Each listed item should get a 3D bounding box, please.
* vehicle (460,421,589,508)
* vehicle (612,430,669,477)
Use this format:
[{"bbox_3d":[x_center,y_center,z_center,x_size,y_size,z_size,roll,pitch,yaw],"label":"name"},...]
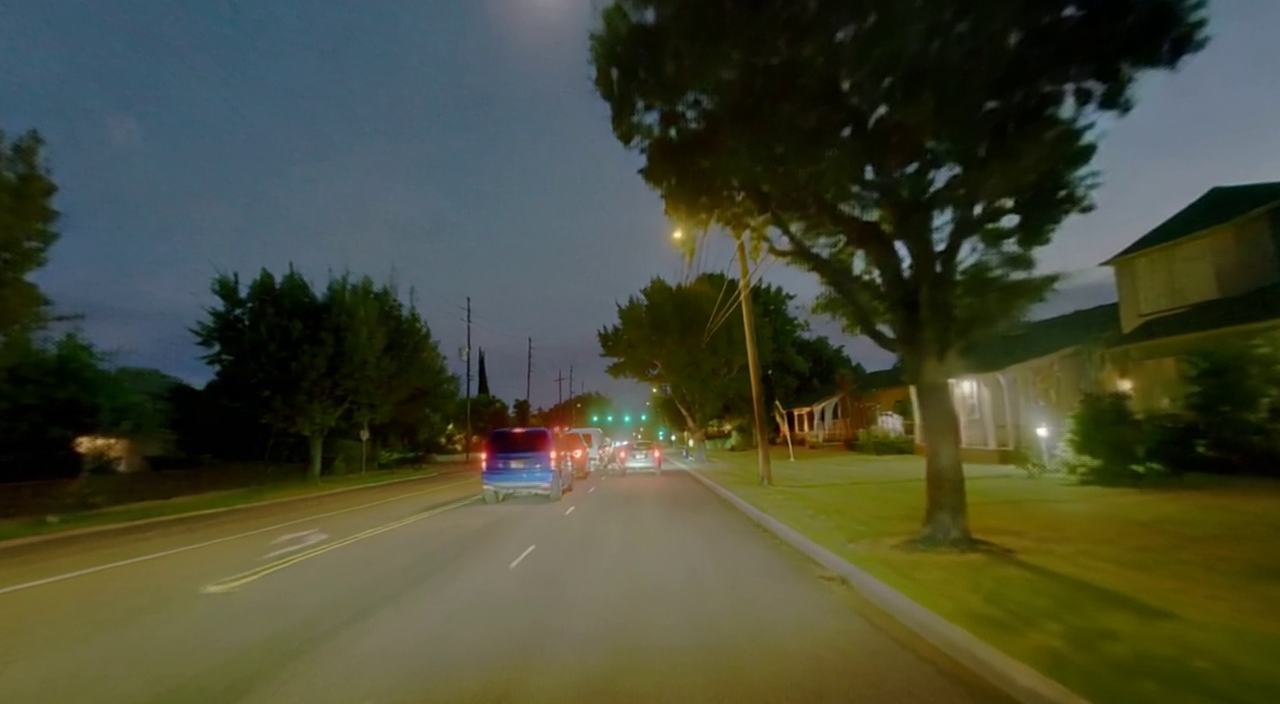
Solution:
[{"bbox_3d":[-2.543,2.639,15.168,2.157,1.765,4.303,0,-9,2],"label":"vehicle"},{"bbox_3d":[-0.004,4.052,25.359,2.120,1.718,3.909,0,-9,-1],"label":"vehicle"}]
